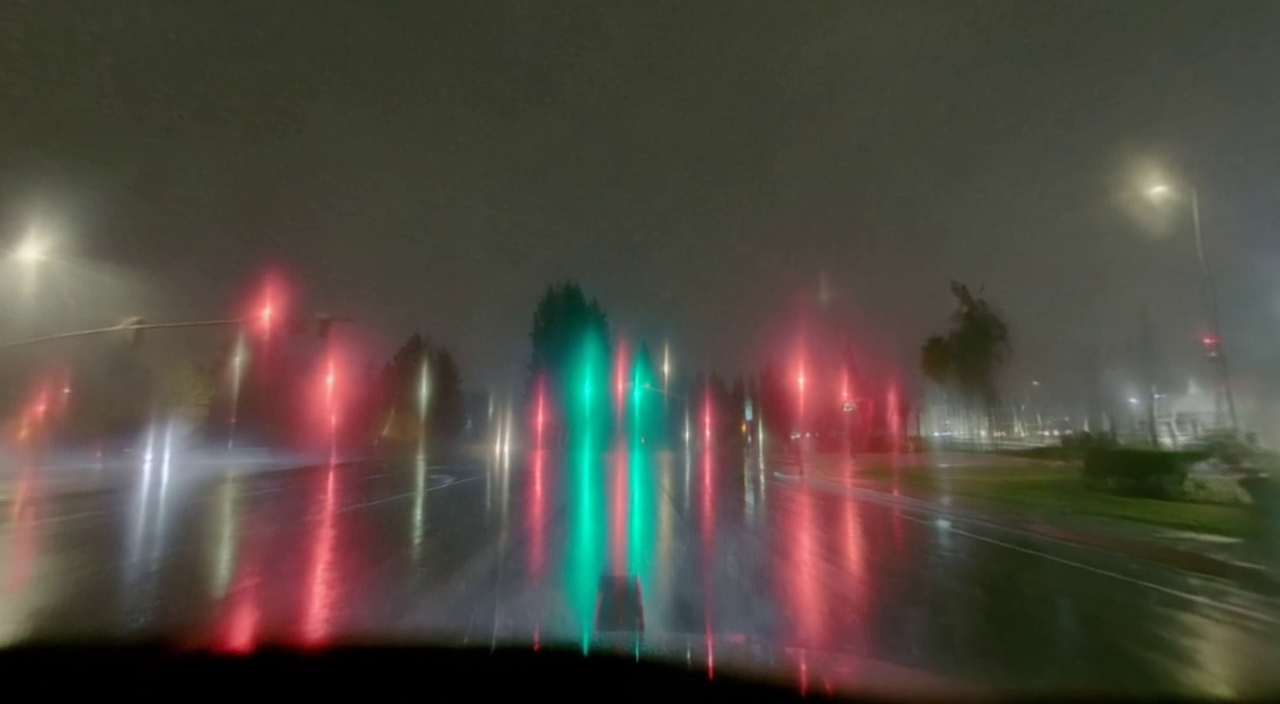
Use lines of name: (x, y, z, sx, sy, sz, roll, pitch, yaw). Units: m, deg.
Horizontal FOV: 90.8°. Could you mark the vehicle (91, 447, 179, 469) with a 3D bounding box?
vehicle: (-35.528, 7.451, 44.518, 4.500, 1.465, 1.936, 0, -8, 1)
